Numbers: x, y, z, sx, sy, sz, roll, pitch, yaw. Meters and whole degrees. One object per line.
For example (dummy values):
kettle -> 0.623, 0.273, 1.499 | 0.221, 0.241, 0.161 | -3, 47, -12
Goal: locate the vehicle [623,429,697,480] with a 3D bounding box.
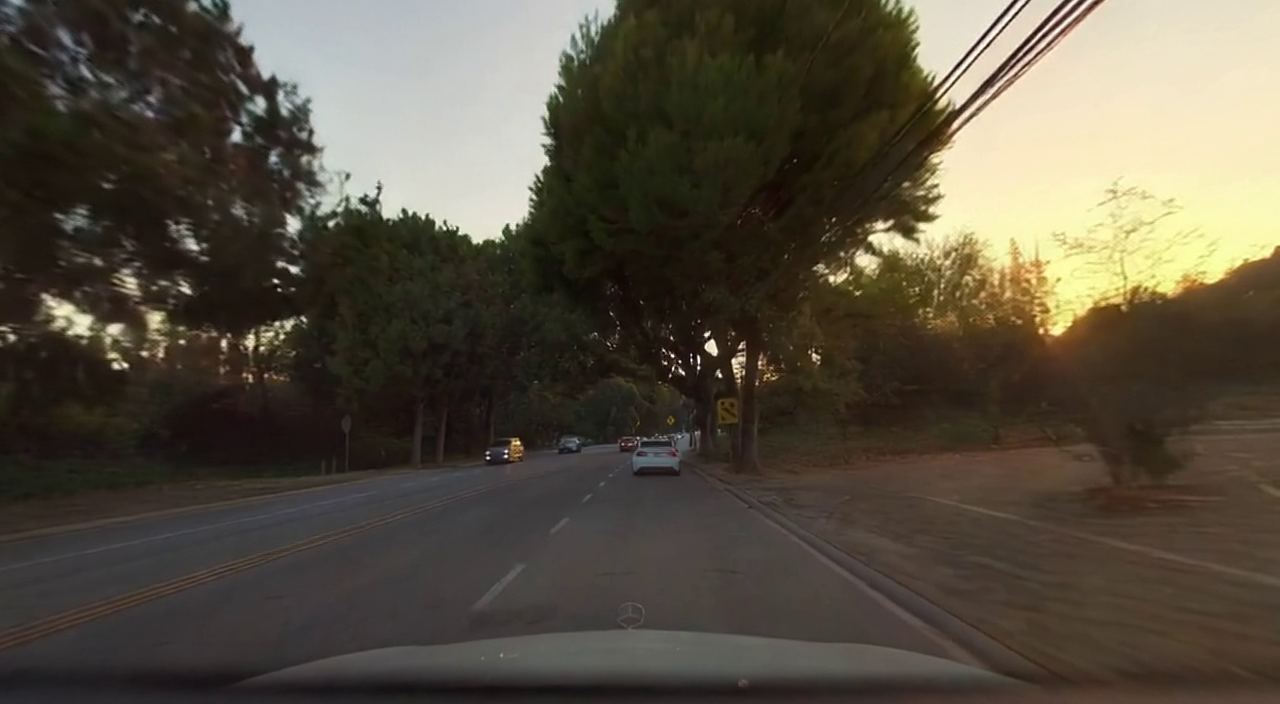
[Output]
vehicle -> 0.589, 3.348, 20.782 | 2.153, 1.461, 4.374 | 0, -8, 0

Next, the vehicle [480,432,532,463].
vehicle -> -8.985, 6.449, 42.748 | 2.287, 1.964, 5.437 | 0, -8, 0
